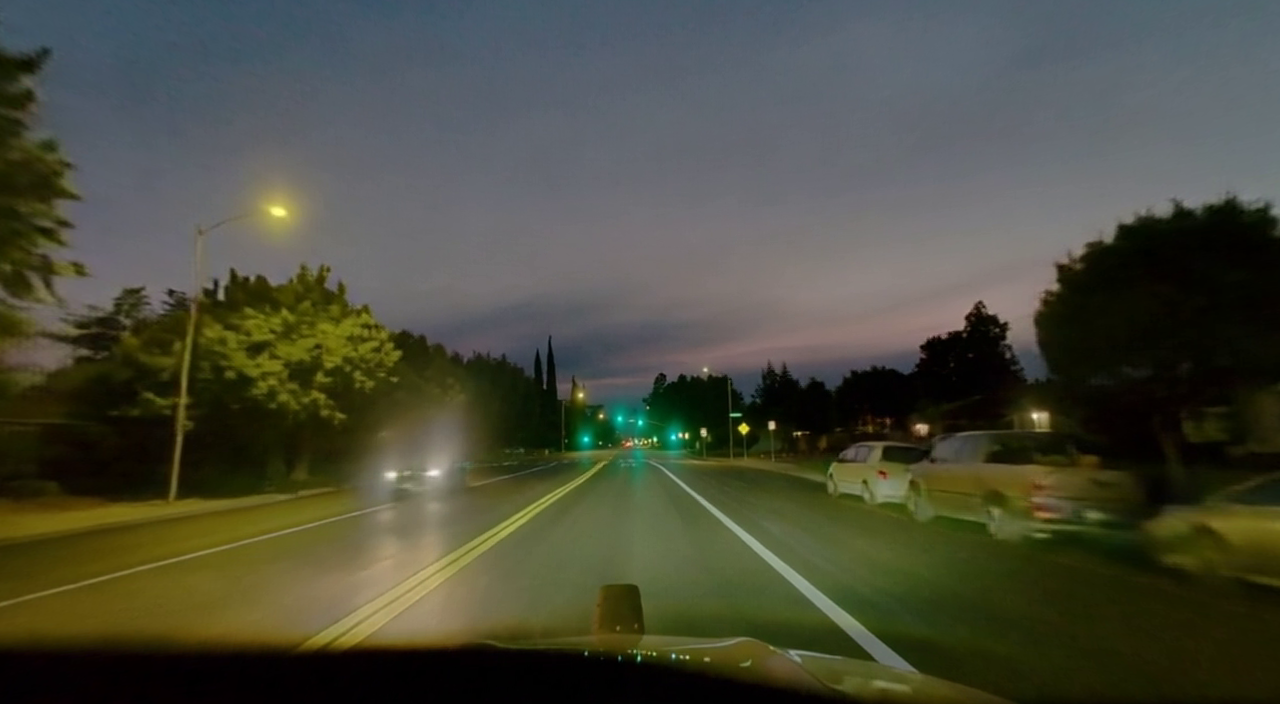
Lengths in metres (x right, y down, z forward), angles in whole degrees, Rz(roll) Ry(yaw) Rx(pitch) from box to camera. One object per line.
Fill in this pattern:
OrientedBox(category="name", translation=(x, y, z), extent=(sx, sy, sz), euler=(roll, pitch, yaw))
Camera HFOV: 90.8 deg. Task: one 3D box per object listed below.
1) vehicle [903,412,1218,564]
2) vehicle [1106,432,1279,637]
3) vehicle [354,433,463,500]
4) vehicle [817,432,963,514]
OrientedBox(category="vehicle", translation=(6.551, 2.139, 10.733), extent=(2.120, 1.986, 4.543), euler=(0, -8, -1))
OrientedBox(category="vehicle", translation=(6.434, 1.457, 4.873), extent=(2.226, 1.682, 4.461), euler=(0, -8, 0))
OrientedBox(category="vehicle", translation=(-7.078, 3.515, 19.774), extent=(1.907, 1.860, 3.840), euler=(0, -8, 0))
OrientedBox(category="vehicle", translation=(6.452, 3.144, 16.928), extent=(2.108, 1.897, 4.180), euler=(0, -8, -1))
